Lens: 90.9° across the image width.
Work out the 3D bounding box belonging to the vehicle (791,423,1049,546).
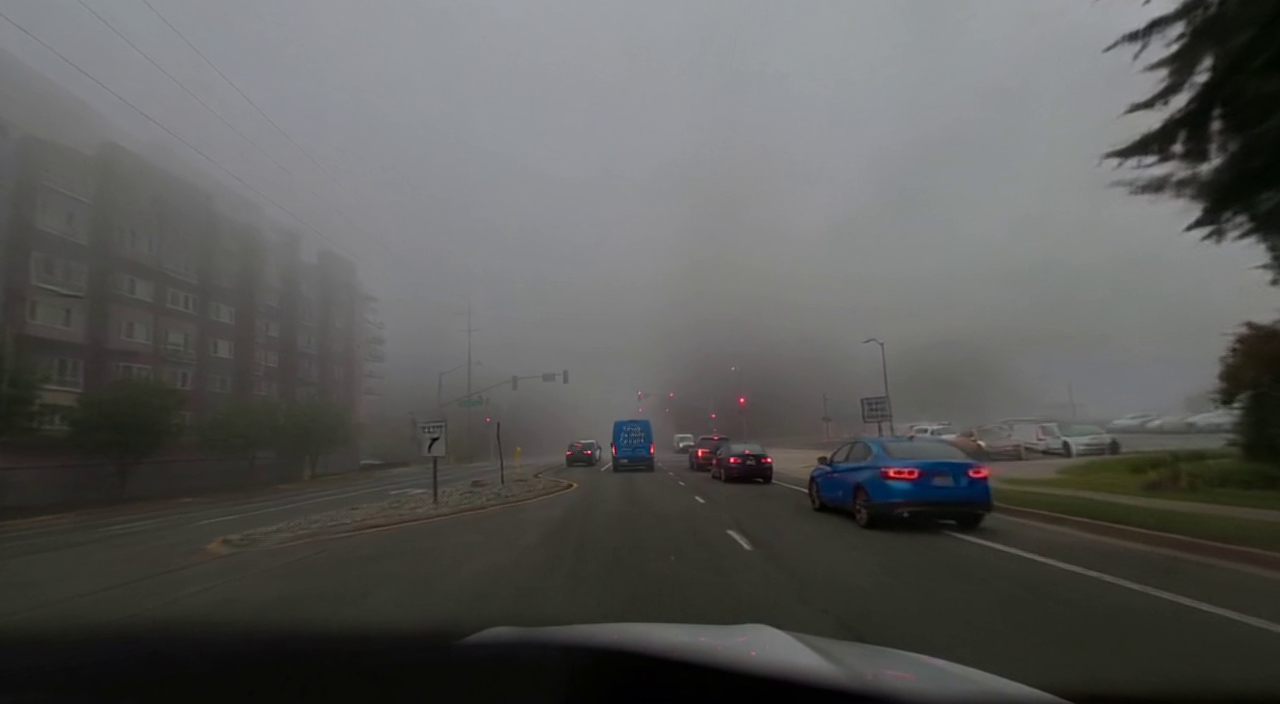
[{"bbox_3d":[4.079,2.023,10.361,1.967,1.506,4.968,0,-9,0],"label":"vehicle"}]

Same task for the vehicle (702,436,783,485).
[{"bbox_3d":[3.374,3.659,21.607,1.951,1.483,4.582,0,-9,-1],"label":"vehicle"}]

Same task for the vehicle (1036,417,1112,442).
[{"bbox_3d":[30.957,5.555,45.008,4.153,1.764,1.858,1,-9,-9],"label":"vehicle"}]

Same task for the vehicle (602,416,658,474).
[{"bbox_3d":[-0.393,4.415,29.876,2.422,2.488,4.992,0,-9,1],"label":"vehicle"}]

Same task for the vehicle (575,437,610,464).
[{"bbox_3d":[-3.232,6.789,43.595,2.203,1.786,4.249,0,-9,-1],"label":"vehicle"}]
